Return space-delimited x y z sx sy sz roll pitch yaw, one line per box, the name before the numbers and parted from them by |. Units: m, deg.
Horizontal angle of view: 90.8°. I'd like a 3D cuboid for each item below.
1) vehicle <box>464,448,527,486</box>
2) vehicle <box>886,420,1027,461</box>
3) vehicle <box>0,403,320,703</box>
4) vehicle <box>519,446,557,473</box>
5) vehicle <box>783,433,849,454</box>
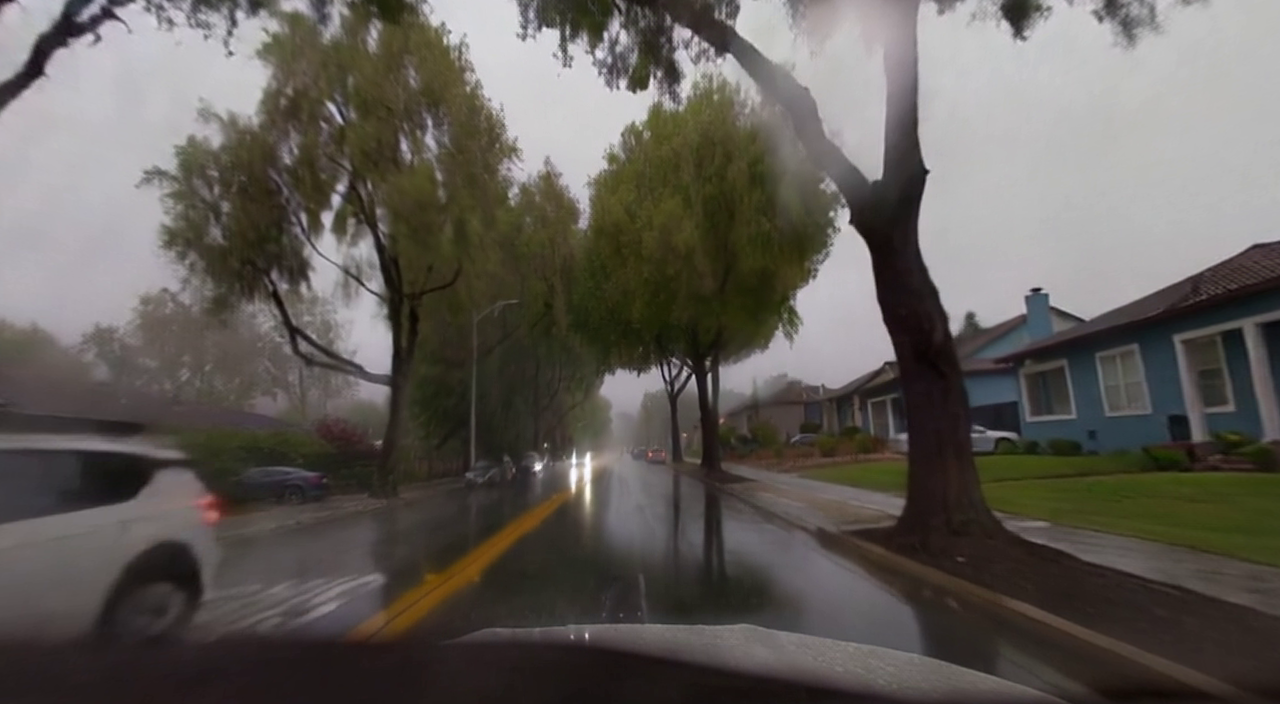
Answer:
vehicle | -6.843 5.471 30.369 2.031 1.662 4.194 0 -9 -1
vehicle | 12.144 3.457 24.555 4.389 1.480 2.038 -2 -9 9
vehicle | -4.128 1.223 3.846 1.973 1.683 4.400 0 -9 1
vehicle | -7.145 7.574 44.701 2.033 1.721 4.328 0 -9 -1
vehicle | 12.624 6.634 45.563 4.370 1.433 1.889 -1 -9 12
